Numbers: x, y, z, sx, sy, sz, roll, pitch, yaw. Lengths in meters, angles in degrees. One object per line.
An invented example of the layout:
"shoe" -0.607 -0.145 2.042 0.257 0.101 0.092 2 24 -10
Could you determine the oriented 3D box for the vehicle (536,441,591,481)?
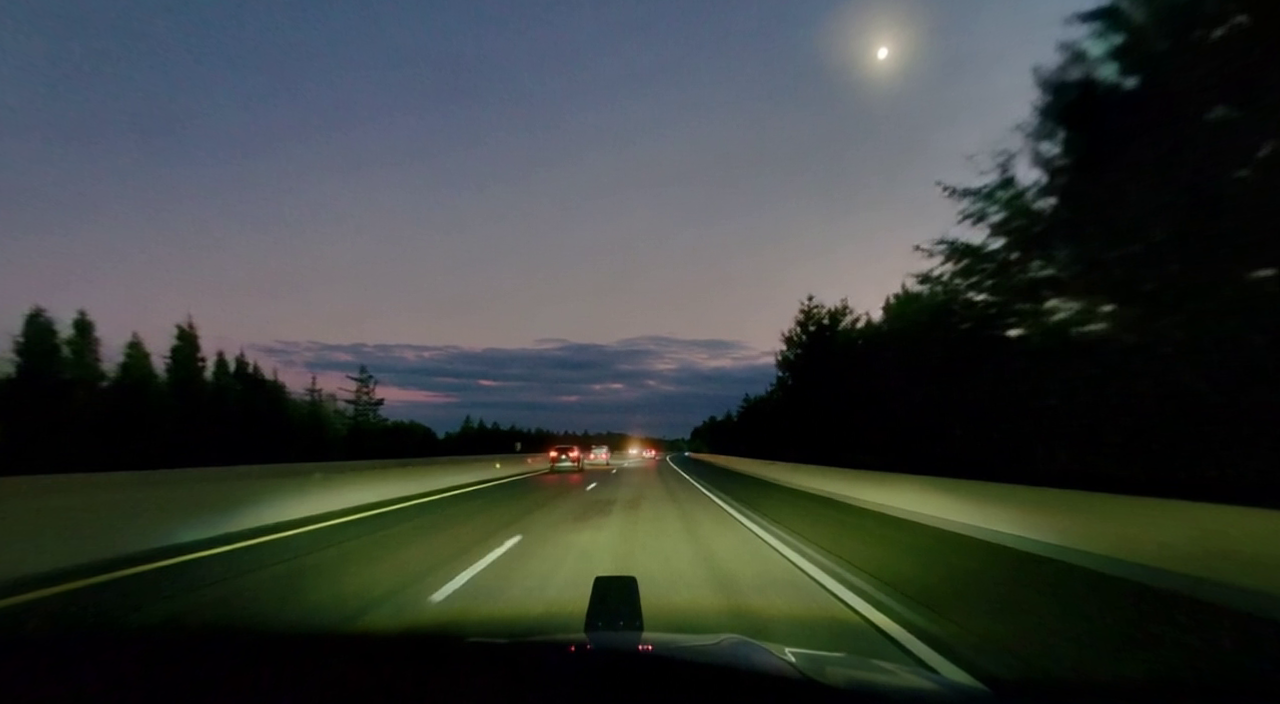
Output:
"vehicle" -3.272 4.765 27.708 1.846 1.600 4.108 0 -9 1
